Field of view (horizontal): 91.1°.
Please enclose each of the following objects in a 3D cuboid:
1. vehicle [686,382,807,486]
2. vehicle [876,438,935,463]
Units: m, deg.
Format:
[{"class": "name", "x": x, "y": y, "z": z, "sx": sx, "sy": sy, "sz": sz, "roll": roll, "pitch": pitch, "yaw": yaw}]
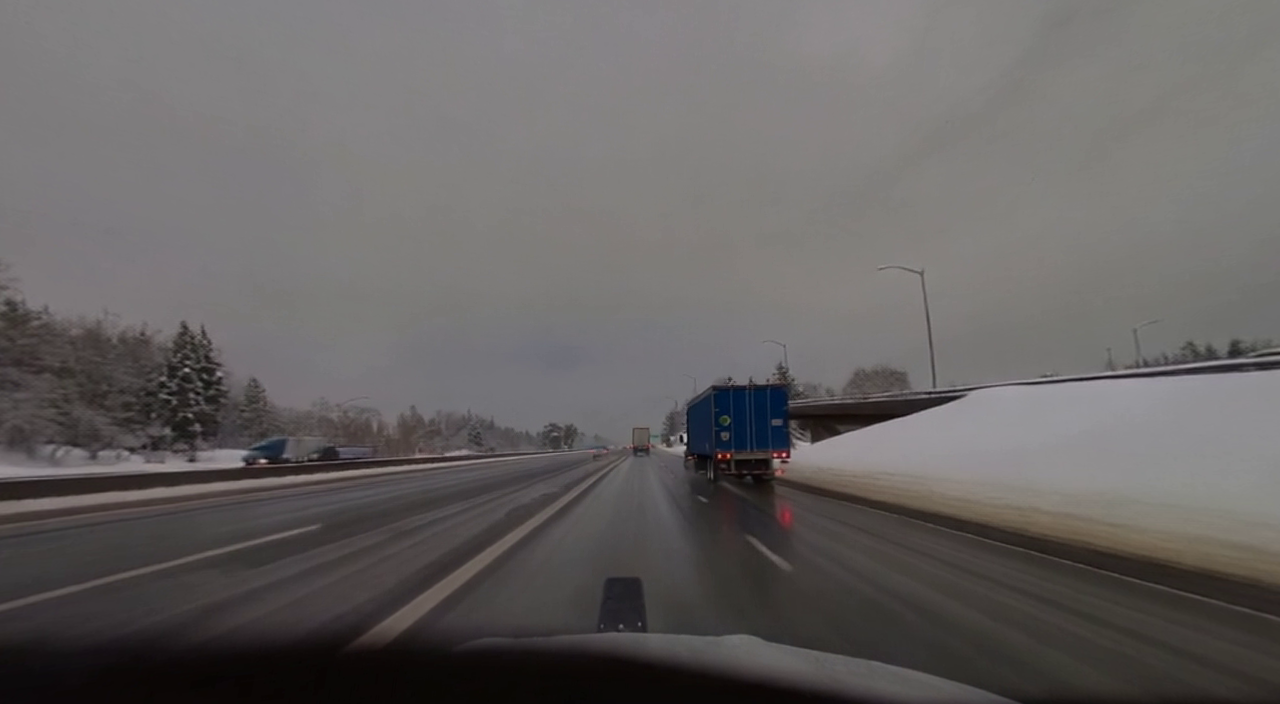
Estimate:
[{"class": "vehicle", "x": 3.885, "y": 3.481, "z": 25.957, "sx": 3.049, "sy": 3.395, "sz": 10.595, "roll": 0, "pitch": -8, "yaw": 0}, {"class": "vehicle", "x": 17.295, "y": 6.463, "z": 41.117, "sx": 2.021, "sy": 1.549, "sz": 4.322, "roll": 1, "pitch": -9, "yaw": 0}]
